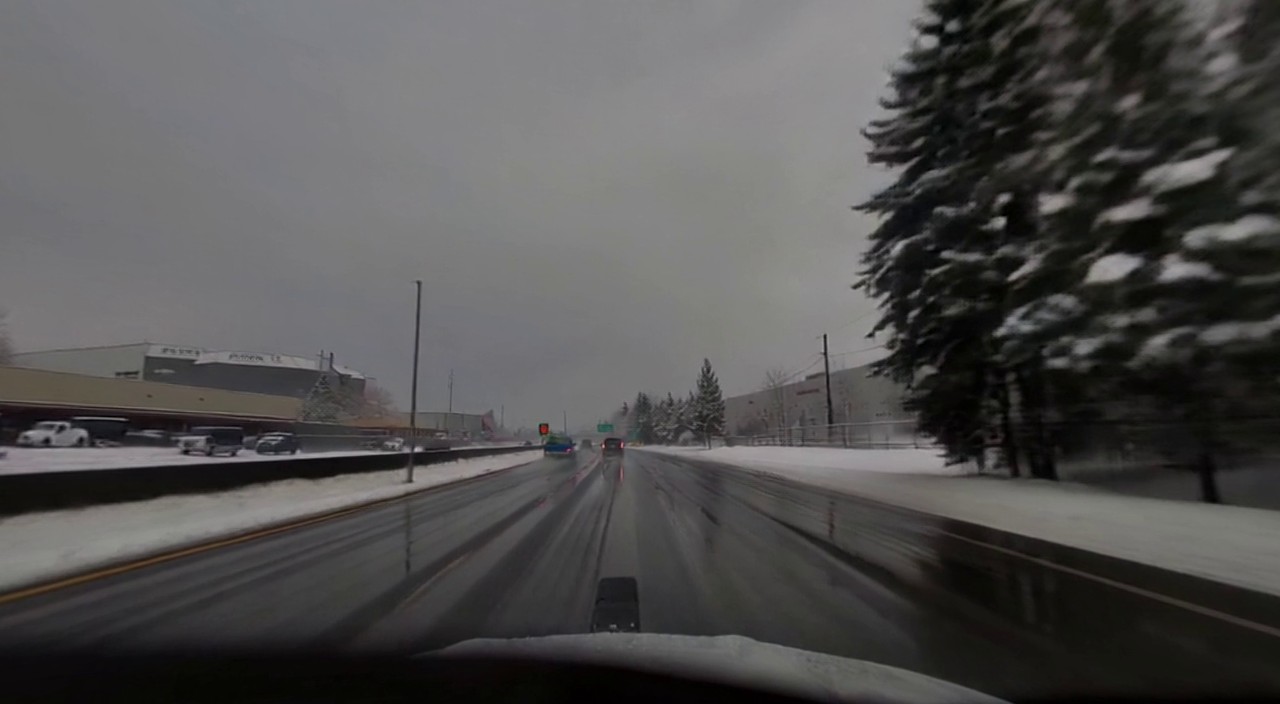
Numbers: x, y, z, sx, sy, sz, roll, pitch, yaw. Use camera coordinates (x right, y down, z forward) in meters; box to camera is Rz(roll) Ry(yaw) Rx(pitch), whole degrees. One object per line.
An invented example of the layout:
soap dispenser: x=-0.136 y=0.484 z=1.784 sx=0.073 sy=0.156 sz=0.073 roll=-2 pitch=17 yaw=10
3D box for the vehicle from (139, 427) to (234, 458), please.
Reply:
vehicle: x=-30.765 y=6.152 z=42.822 sx=4.674 sy=1.939 sz=2.061 roll=0 pitch=-8 yaw=-7

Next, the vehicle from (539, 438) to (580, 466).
vehicle: x=-4.755 y=5.992 z=37.825 sx=2.045 sy=1.547 sz=4.162 roll=0 pitch=-8 yaw=-2

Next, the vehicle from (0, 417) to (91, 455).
vehicle: x=-41.679 y=5.743 z=42.805 sx=5.841 sy=2.498 sz=2.655 roll=0 pitch=-8 yaw=-5
